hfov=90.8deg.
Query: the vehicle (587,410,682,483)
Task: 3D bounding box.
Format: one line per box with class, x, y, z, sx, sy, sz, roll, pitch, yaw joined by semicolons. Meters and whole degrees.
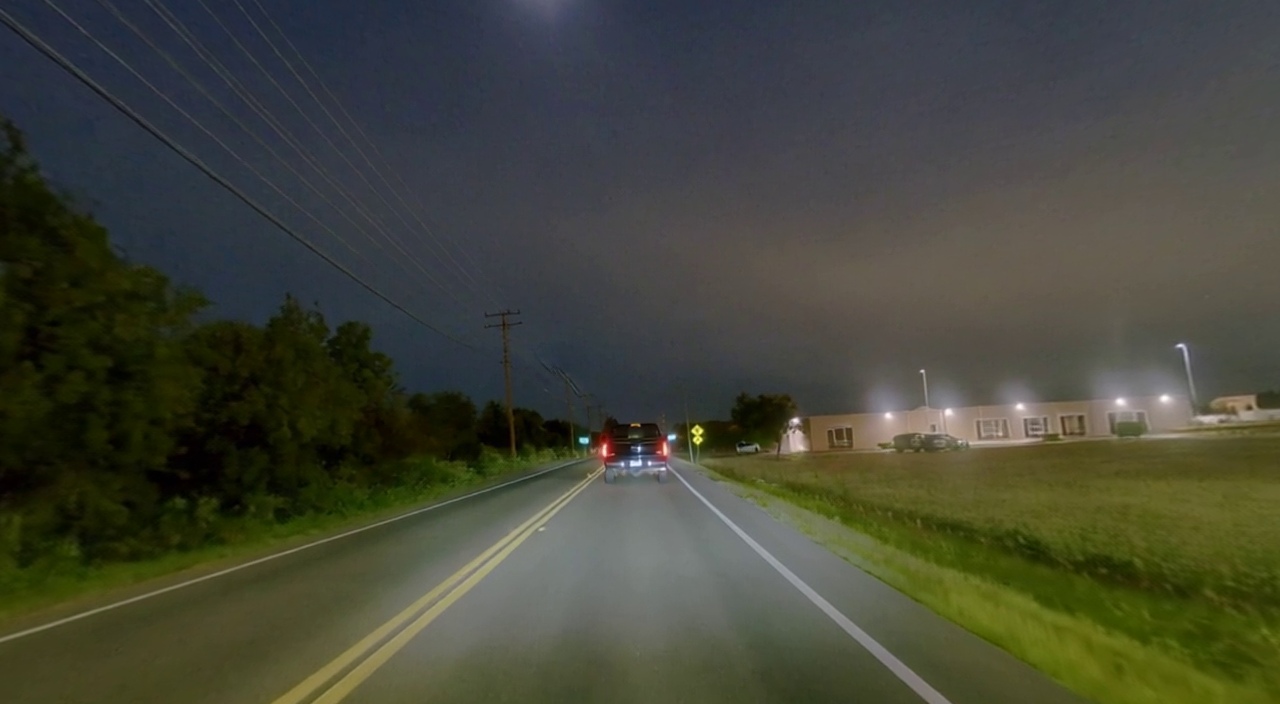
vehicle;-0.251;3.560;23.932;3.021;2.326;7.410;0;-8;-1
